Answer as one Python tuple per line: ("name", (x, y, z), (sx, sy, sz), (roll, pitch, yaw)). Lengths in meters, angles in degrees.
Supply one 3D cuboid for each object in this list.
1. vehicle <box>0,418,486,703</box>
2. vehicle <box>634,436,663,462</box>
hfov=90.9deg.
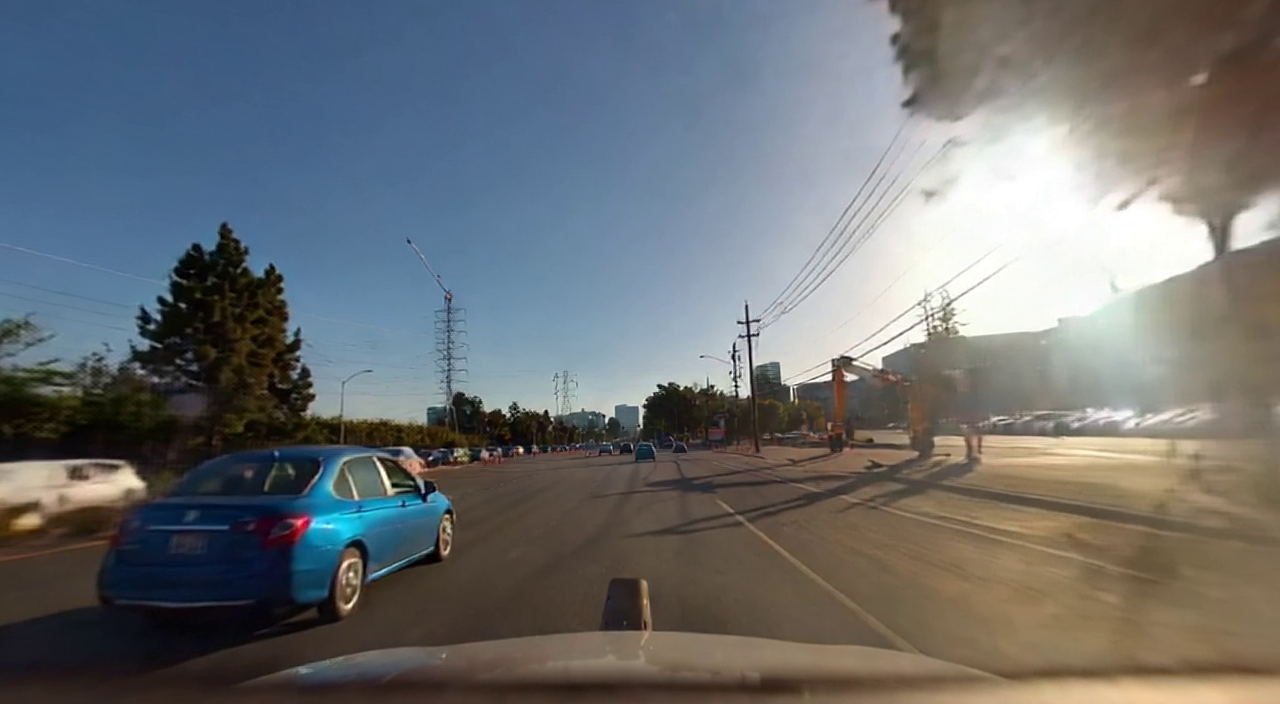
("vehicle", (-3.084, 1.450, 5.724), (2.087, 1.480, 4.825), (0, -8, 1))
("vehicle", (0.626, 7.309, 47.762), (2.060, 1.845, 4.151), (0, -8, 0))
